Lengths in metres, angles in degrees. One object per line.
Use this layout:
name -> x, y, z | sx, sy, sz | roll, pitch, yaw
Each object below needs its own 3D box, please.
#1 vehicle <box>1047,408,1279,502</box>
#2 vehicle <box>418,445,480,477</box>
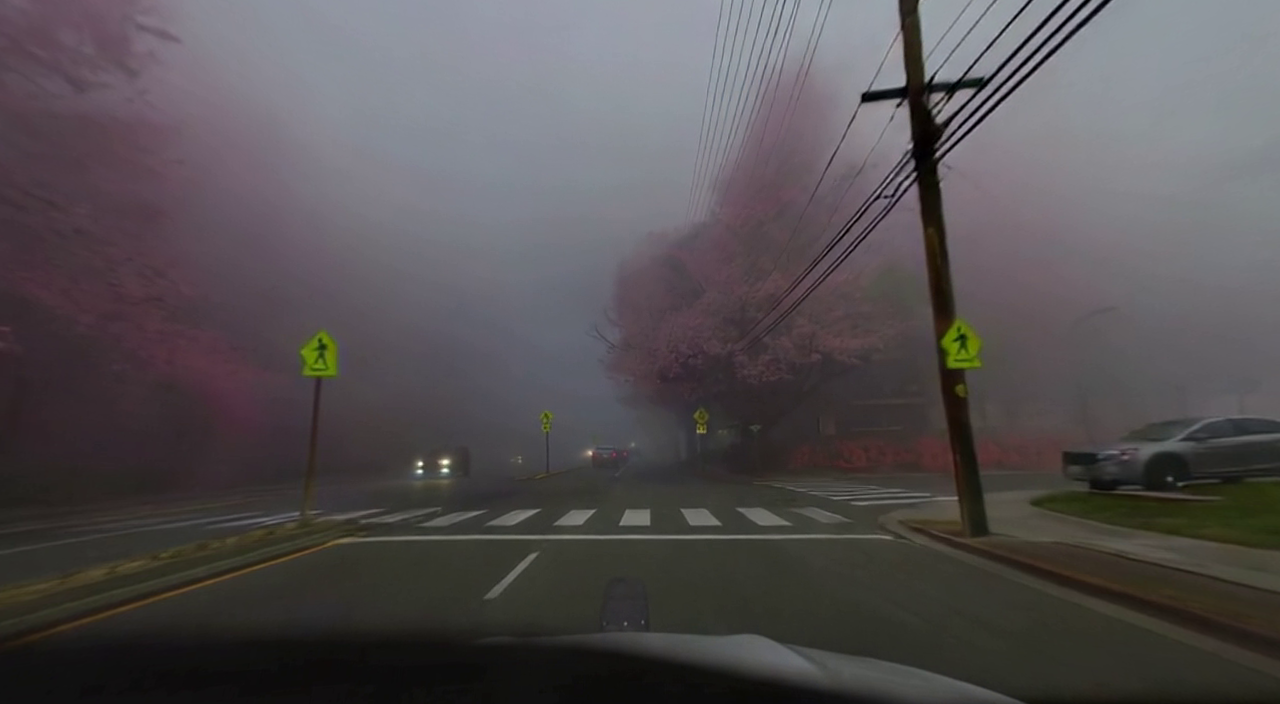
vehicle -> 12.369, 2.229, 13.891 | 5.666, 1.815, 2.137 | 2, -9, -12
vehicle -> -10.638, 6.061, 35.471 | 1.993, 1.661, 4.756 | 0, -9, 0
